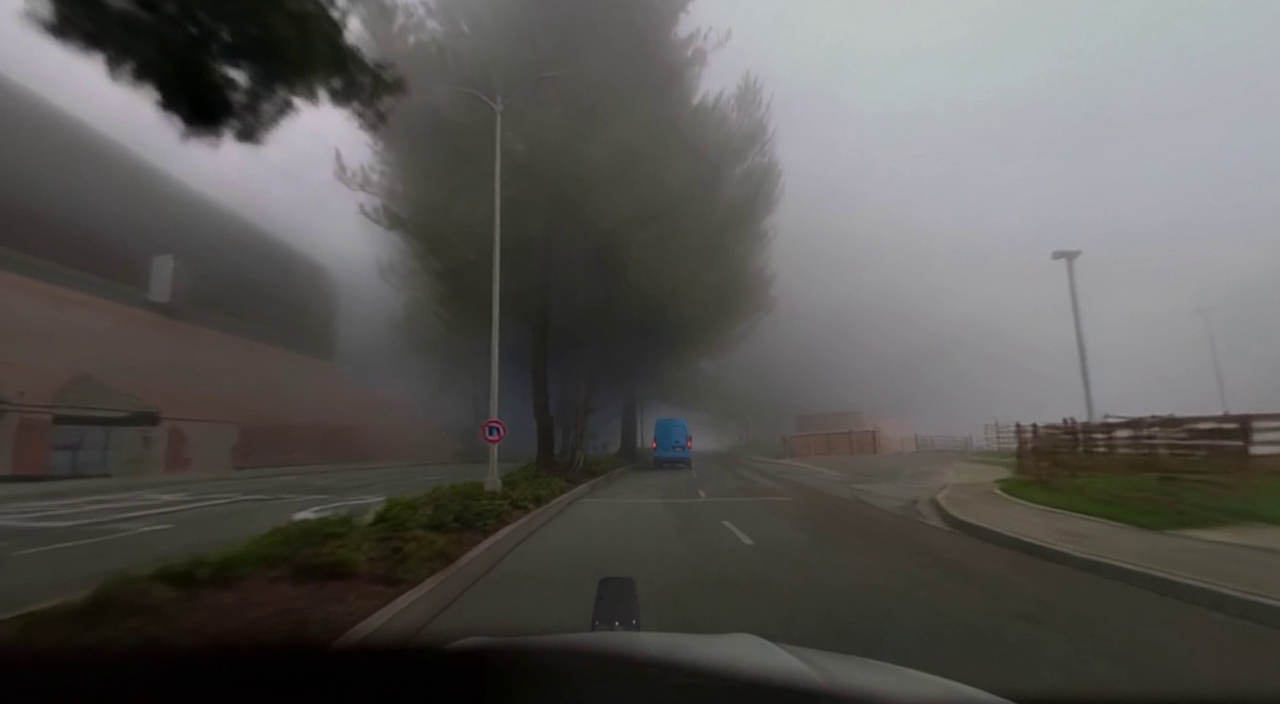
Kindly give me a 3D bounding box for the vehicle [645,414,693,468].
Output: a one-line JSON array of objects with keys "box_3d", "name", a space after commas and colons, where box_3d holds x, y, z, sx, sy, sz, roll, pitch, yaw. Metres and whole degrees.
[{"box_3d": [1.763, 5.087, 36.054, 2.435, 2.816, 5.232, -1, -8, 6], "name": "vehicle"}]
